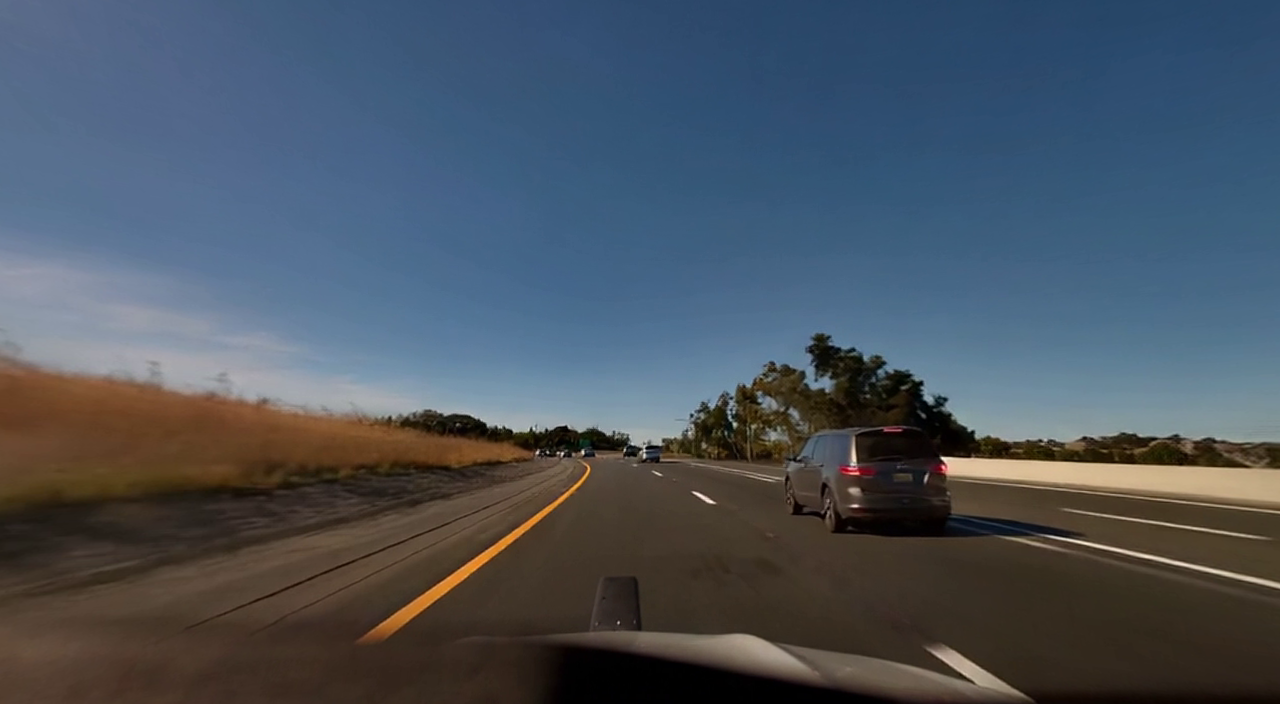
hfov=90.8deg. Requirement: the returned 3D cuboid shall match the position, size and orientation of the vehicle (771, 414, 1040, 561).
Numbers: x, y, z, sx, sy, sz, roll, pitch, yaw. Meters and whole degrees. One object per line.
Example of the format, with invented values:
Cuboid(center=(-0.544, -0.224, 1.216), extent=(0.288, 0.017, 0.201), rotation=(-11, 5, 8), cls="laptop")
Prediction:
Cuboid(center=(3.789, 2.022, 10.242), extent=(2.141, 1.785, 4.778), rotation=(0, -8, -2), cls="vehicle")
